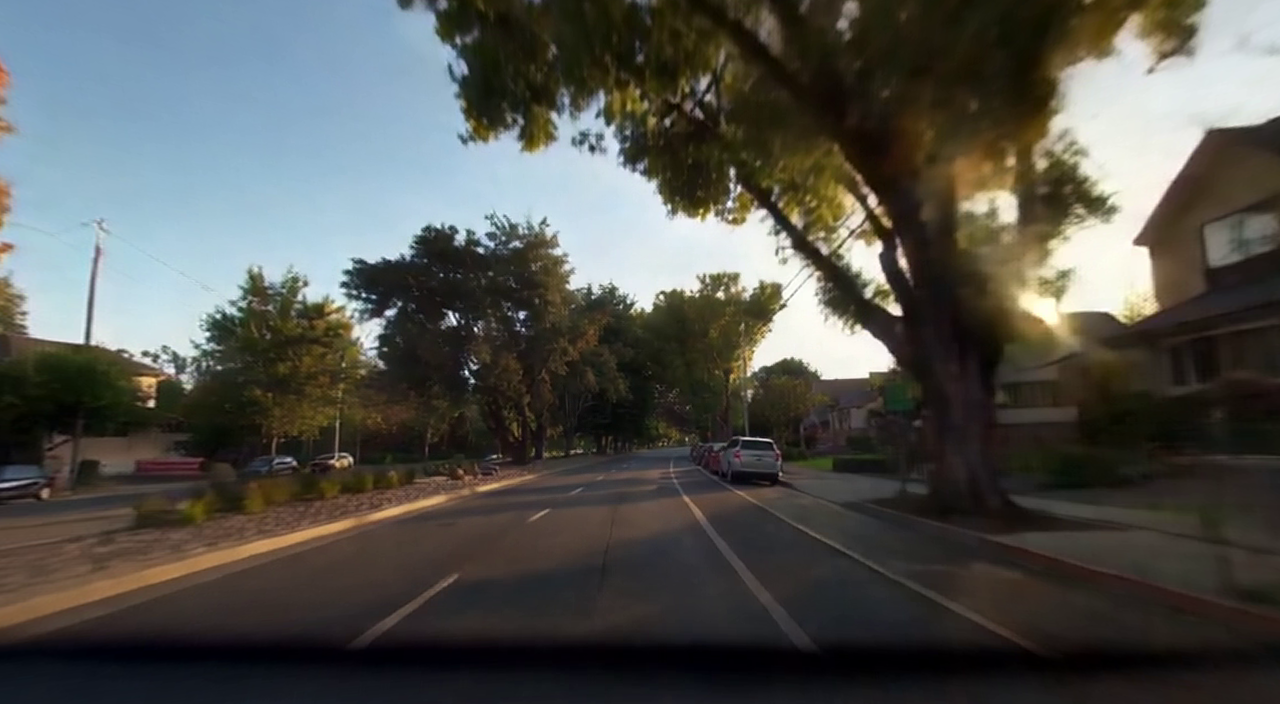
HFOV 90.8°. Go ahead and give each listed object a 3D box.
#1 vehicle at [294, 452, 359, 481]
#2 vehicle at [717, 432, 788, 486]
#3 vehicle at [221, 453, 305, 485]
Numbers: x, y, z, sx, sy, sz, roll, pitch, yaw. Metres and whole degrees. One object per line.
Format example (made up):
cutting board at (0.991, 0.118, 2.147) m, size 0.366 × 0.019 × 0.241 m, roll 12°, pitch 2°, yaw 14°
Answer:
vehicle at (-22.952, 8.349, 46.487) m, size 2.171 × 1.745 × 4.867 m, roll -2°, pitch -7°, yaw 2°
vehicle at (3.900, 3.806, 22.647) m, size 2.013 × 1.710 × 4.403 m, roll -1°, pitch -9°, yaw 4°
vehicle at (-23.601, 7.328, 39.794) m, size 2.120 × 1.824 × 4.908 m, roll -1°, pitch -9°, yaw 2°
